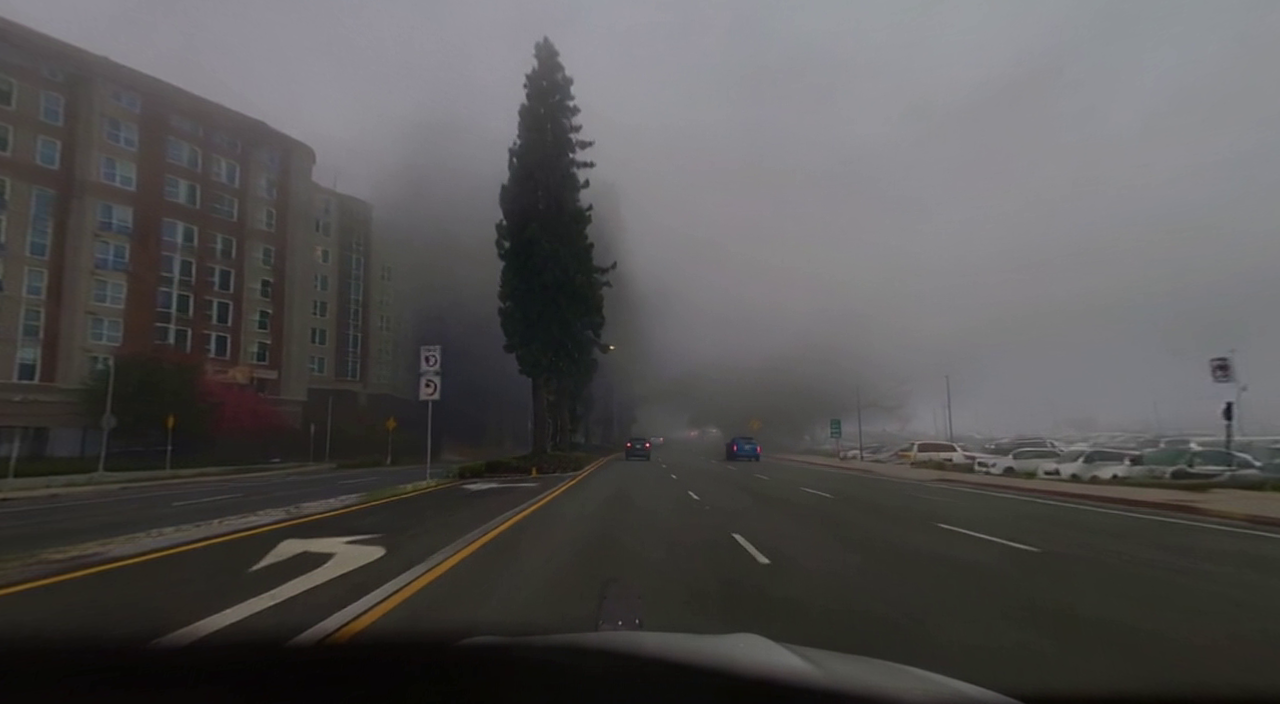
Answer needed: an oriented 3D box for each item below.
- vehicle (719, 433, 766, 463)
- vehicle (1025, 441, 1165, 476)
[{"bbox_3d":[6.651,6.299,41.257,2.136,1.799,4.796,1,-9,-2],"label":"vehicle"},{"bbox_3d":[19.899,4.672,27.669,4.653,1.438,1.939,0,-9,-2],"label":"vehicle"}]
